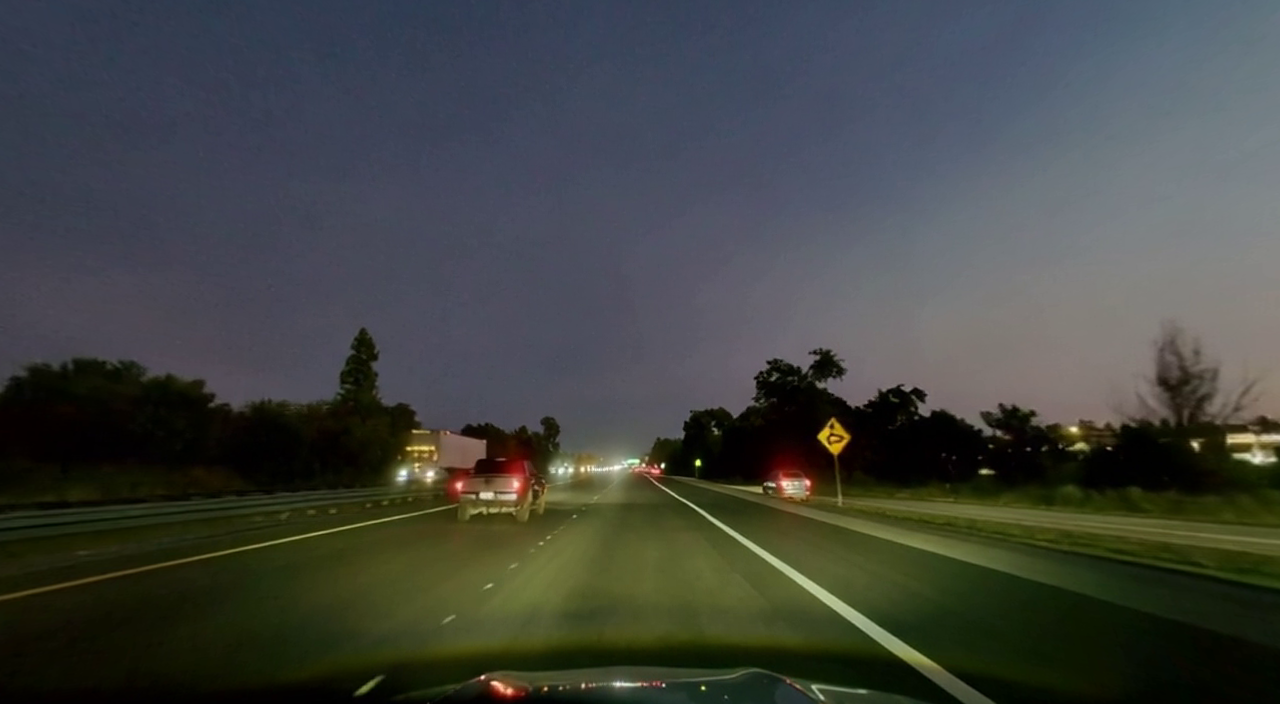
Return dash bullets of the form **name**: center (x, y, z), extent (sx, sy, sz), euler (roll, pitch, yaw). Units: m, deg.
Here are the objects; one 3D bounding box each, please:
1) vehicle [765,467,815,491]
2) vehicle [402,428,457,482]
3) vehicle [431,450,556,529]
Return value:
- **vehicle**: center (10.095, 8.611, 42.856), extent (1.993, 1.512, 4.314), euler (2, -11, -5)
- **vehicle**: center (-16.350, 8.076, 49.217), extent (2.997, 4.013, 3.159), euler (1, -10, -1)
- **vehicle**: center (-3.426, 3.353, 15.773), extent (1.912, 1.631, 4.672), euler (1, -11, 1)
